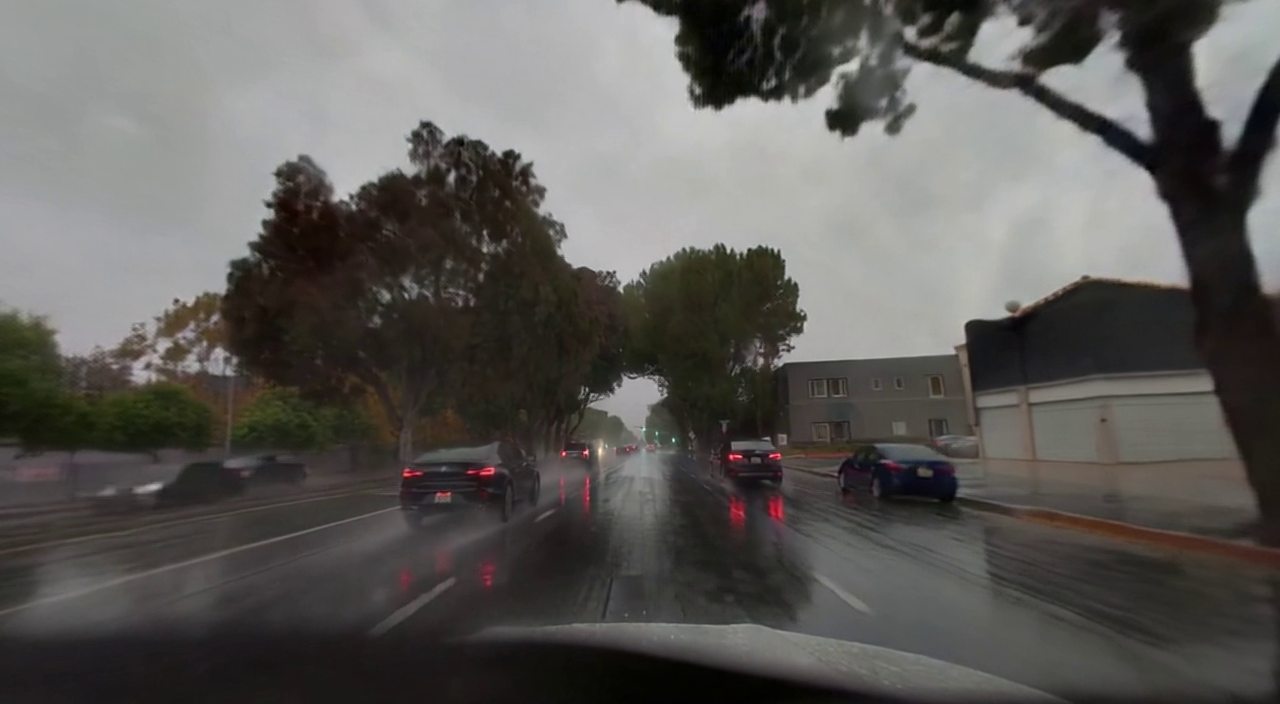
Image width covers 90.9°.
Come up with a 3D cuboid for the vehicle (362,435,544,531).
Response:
[{"bbox_3d":[-3.272,2.395,12.114,2.053,1.480,4.381,0,-9,2],"label":"vehicle"}]

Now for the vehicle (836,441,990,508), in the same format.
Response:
[{"bbox_3d":[6.558,2.963,15.745,1.912,1.433,4.265,0,-9,0],"label":"vehicle"}]

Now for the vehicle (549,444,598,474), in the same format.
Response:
[{"bbox_3d":[-3.476,5.675,33.734,1.988,1.497,4.404,0,-9,2],"label":"vehicle"}]

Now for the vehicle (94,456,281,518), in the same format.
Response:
[{"bbox_3d":[-12.657,3.760,18.096,1.929,1.482,4.518,0,-9,2],"label":"vehicle"}]

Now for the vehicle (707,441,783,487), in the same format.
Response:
[{"bbox_3d":[3.675,3.992,22.865,2.010,1.486,4.498,0,-9,0],"label":"vehicle"}]
